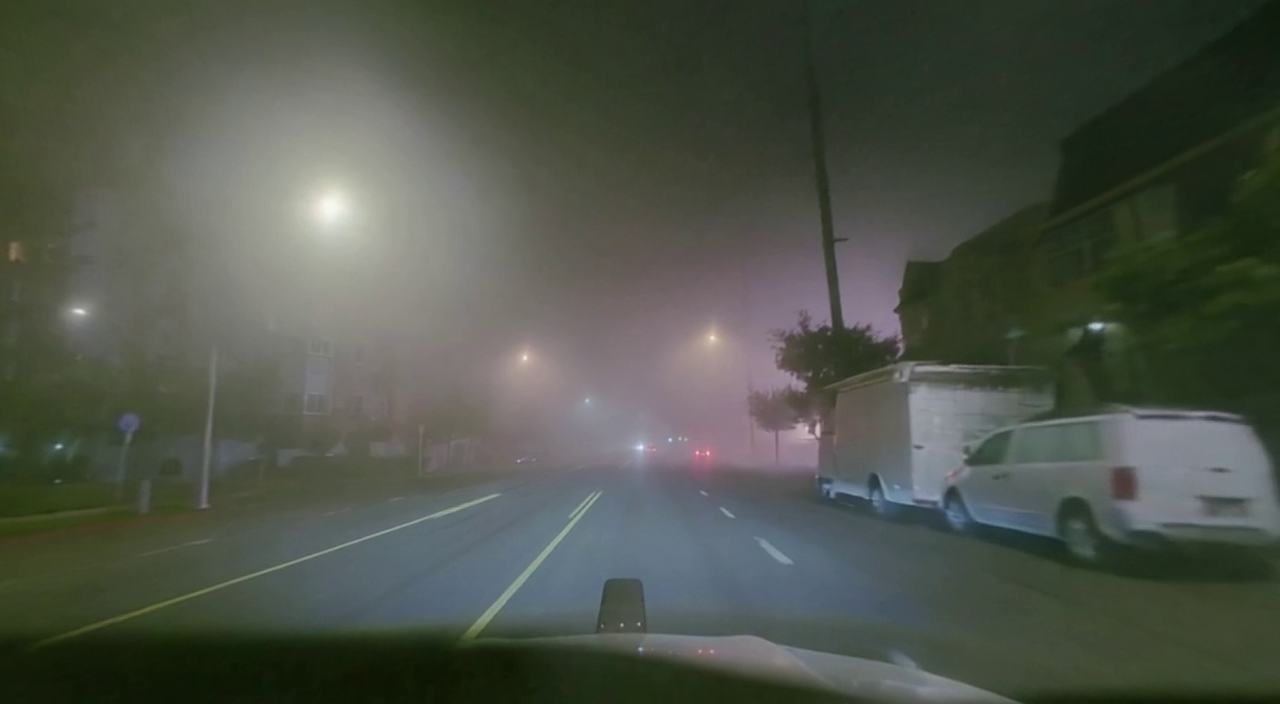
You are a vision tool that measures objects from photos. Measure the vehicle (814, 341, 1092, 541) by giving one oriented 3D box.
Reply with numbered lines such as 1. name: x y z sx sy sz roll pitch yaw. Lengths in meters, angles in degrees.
1. vehicle: 6.001 1.901 13.552 2.750 3.269 6.333 -1 -8 1

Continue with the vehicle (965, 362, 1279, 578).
1. vehicle: 6.445 1.546 8.728 2.021 2.433 3.088 0 -8 -1
